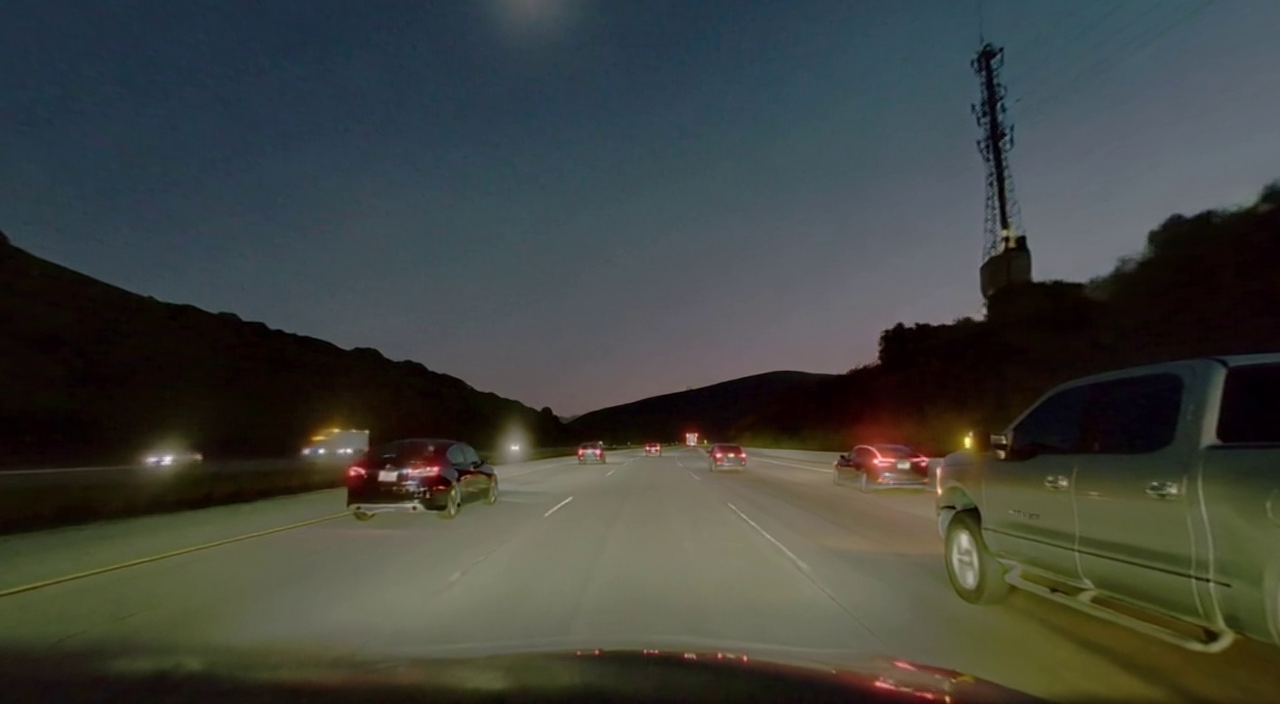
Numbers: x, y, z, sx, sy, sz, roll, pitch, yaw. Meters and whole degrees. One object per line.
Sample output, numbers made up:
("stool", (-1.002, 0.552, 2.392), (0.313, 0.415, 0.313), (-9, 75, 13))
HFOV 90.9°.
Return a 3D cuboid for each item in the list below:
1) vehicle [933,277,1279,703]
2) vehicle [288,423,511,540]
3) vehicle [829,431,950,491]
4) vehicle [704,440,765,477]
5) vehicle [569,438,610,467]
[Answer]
("vehicle", (3.439, 0.707, 2.482), (2.098, 1.925, 5.171), (0, -8, 1))
("vehicle", (-3.873, 2.173, 11.233), (2.113, 1.636, 4.494), (0, -8, 1))
("vehicle", (7.635, 3.377, 19.871), (1.986, 1.633, 4.430), (0, -8, 0))
("vehicle", (4.098, 4.700, 28.143), (2.046, 1.471, 4.333), (0, -8, 0))
("vehicle", (-3.066, 6.186, 38.851), (2.021, 1.679, 4.310), (-1, -8, 2))
